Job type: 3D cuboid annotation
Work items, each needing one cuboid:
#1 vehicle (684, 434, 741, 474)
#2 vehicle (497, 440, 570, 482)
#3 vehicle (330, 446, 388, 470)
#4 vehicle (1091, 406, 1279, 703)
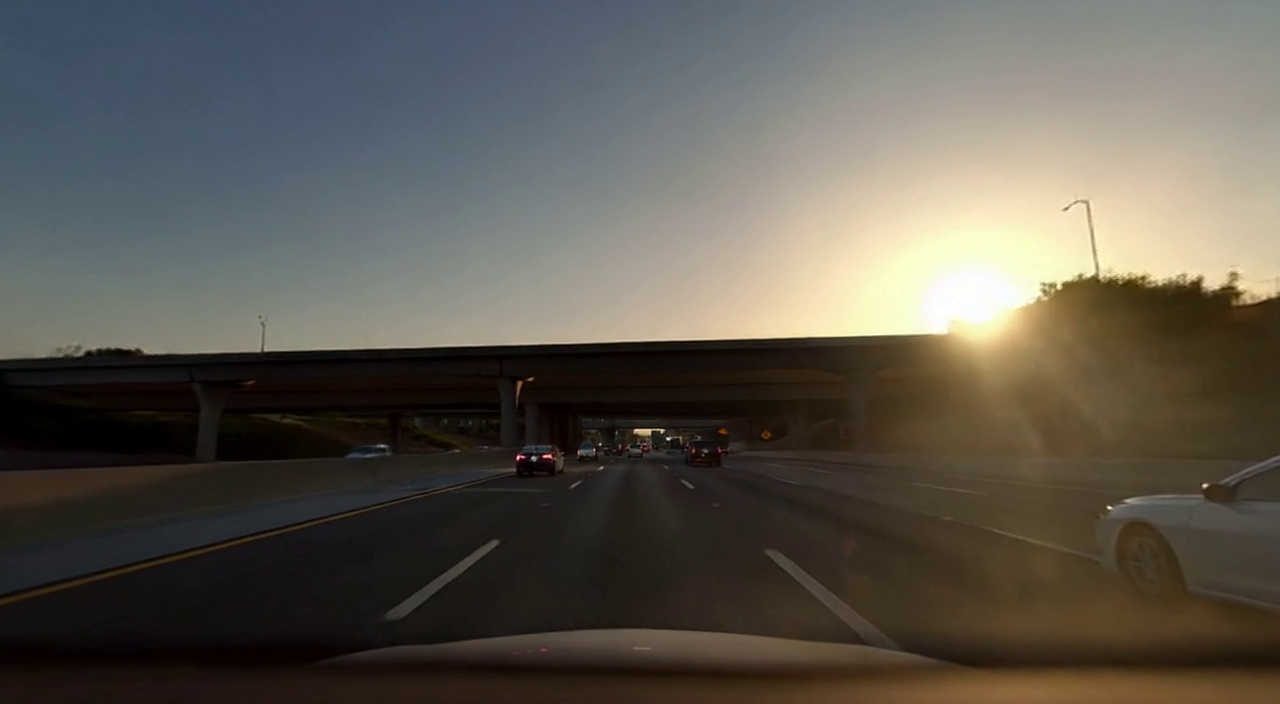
[{"bbox_3d":[3.401,4.904,30.404,2.072,1.761,4.242,0,-9,-2],"label":"vehicle"},{"bbox_3d":[-4.114,4.296,25.173,1.997,1.476,4.703,0,-9,1],"label":"vehicle"},{"bbox_3d":[-18.238,6.862,41.145,1.877,1.456,4.569,0,-9,-3],"label":"vehicle"},{"bbox_3d":[3.992,0.848,2.017,1.989,1.472,4.322,-1,-9,2],"label":"vehicle"}]
